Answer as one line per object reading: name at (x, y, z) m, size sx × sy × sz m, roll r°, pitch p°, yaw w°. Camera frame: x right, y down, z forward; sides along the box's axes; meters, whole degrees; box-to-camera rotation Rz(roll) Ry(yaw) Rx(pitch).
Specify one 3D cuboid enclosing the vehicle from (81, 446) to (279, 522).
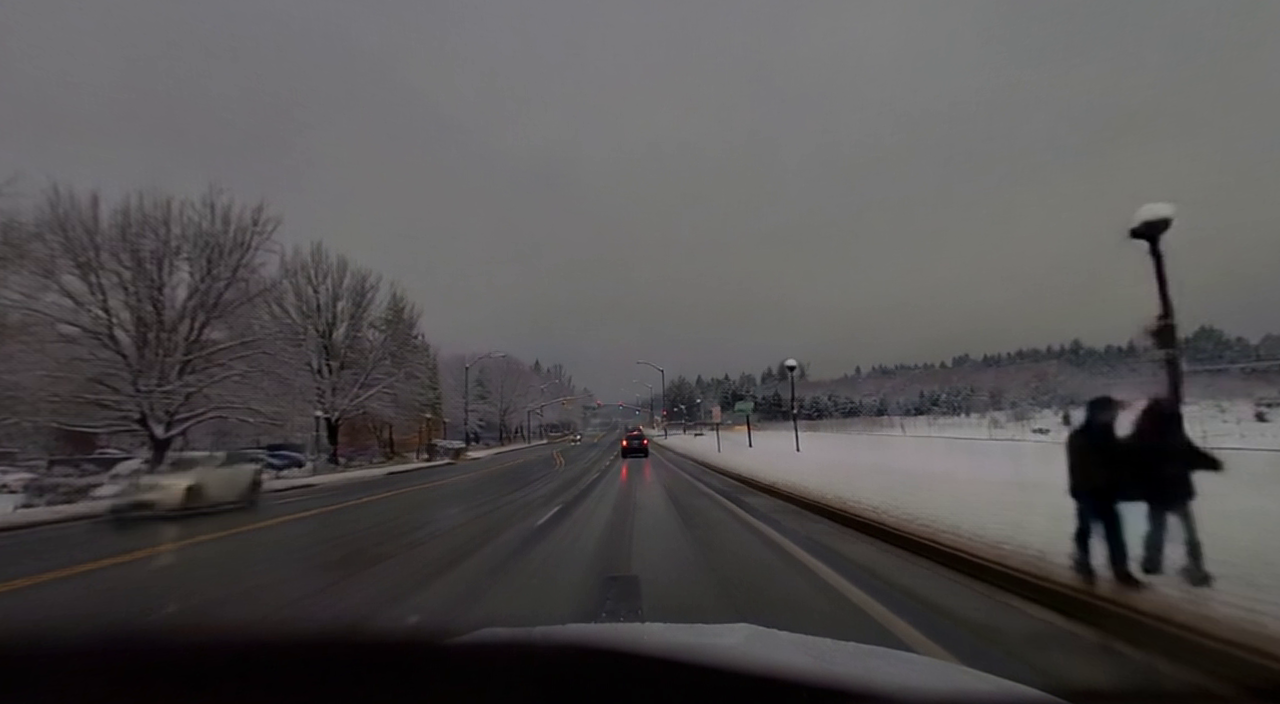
vehicle at (-11.937, 3.400, 16.882) m, size 2.117 × 1.724 × 4.366 m, roll 0°, pitch -8°, yaw -3°

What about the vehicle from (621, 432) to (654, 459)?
vehicle at (-0.194, 6.727, 45.407) m, size 2.228 × 1.790 × 4.180 m, roll 0°, pitch -9°, yaw -1°
